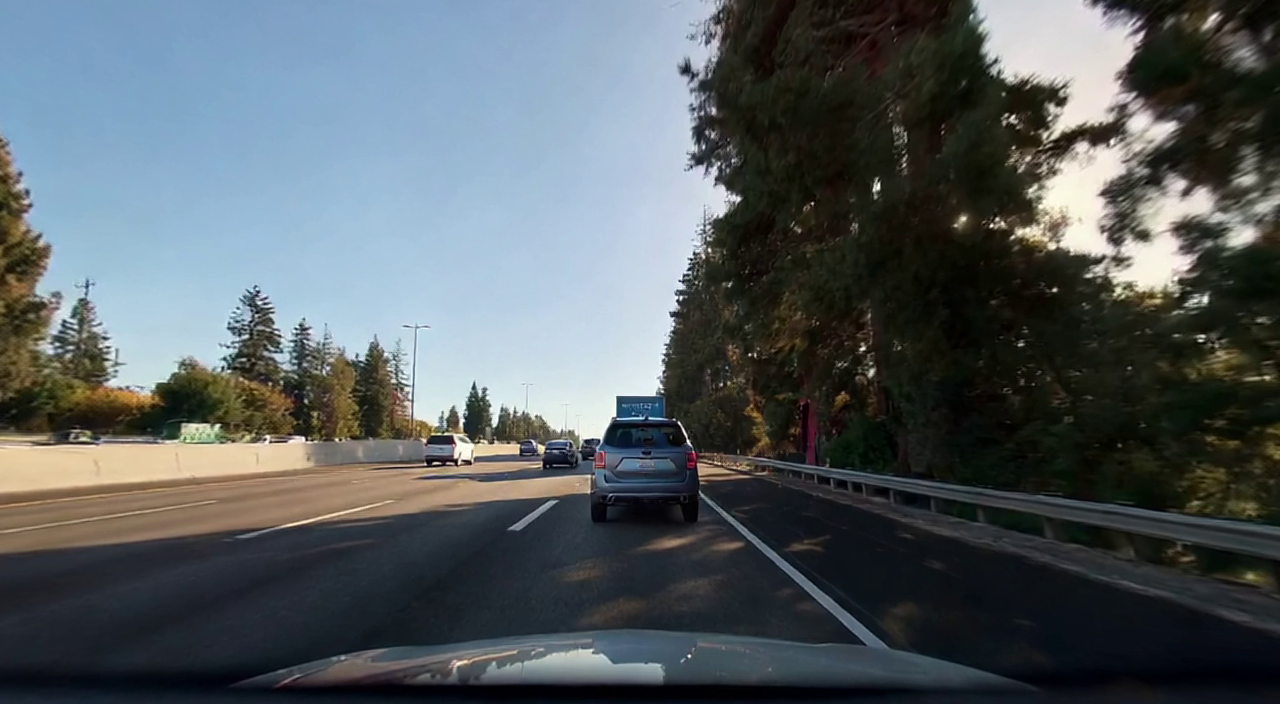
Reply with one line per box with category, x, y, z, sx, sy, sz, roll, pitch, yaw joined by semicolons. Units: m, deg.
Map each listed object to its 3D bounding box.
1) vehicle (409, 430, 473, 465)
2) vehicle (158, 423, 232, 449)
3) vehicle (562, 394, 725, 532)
vehicle;-10.906;5.300;34.981;2.009;1.771;4.540;0;-8;1
vehicle;-32.005;6.124;45.559;1.980;1.783;4.604;0;-8;0
vehicle;0.024;1.987;11.756;2.395;2.013;4.734;0;-8;-1
